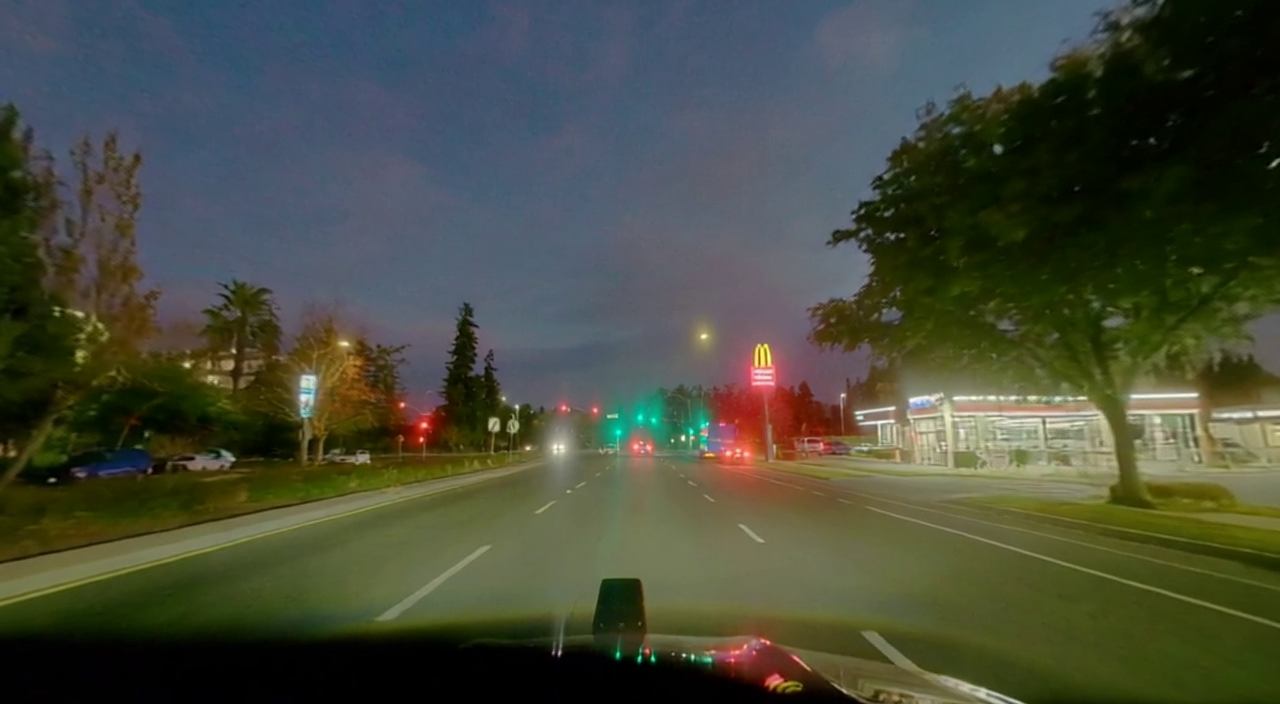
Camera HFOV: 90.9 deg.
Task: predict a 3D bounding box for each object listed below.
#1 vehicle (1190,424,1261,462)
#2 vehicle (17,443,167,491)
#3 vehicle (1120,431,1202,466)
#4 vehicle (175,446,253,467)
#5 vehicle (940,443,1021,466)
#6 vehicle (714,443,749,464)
[{"bbox_3d":[43.573,6.718,46.905,5.712,2.575,2.180,3,-9,-32],"label":"vehicle"},{"bbox_3d":[-22.445,4.701,26.154,2.040,1.788,4.595,-1,-9,0],"label":"vehicle"},{"bbox_3d":[40.286,7.426,48.720,6.741,2.278,2.778,2,-10,-34],"label":"vehicle"},{"bbox_3d":[-31.104,7.633,46.102,4.566,1.484,2.051,-3,-9,12],"label":"vehicle"},{"bbox_3d":[24.072,7.263,44.679,4.744,1.481,1.855,-7,-10,34],"label":"vehicle"},{"bbox_3d":[6.829,7.647,47.499,1.980,1.473,4.537,-1,-9,0],"label":"vehicle"}]
